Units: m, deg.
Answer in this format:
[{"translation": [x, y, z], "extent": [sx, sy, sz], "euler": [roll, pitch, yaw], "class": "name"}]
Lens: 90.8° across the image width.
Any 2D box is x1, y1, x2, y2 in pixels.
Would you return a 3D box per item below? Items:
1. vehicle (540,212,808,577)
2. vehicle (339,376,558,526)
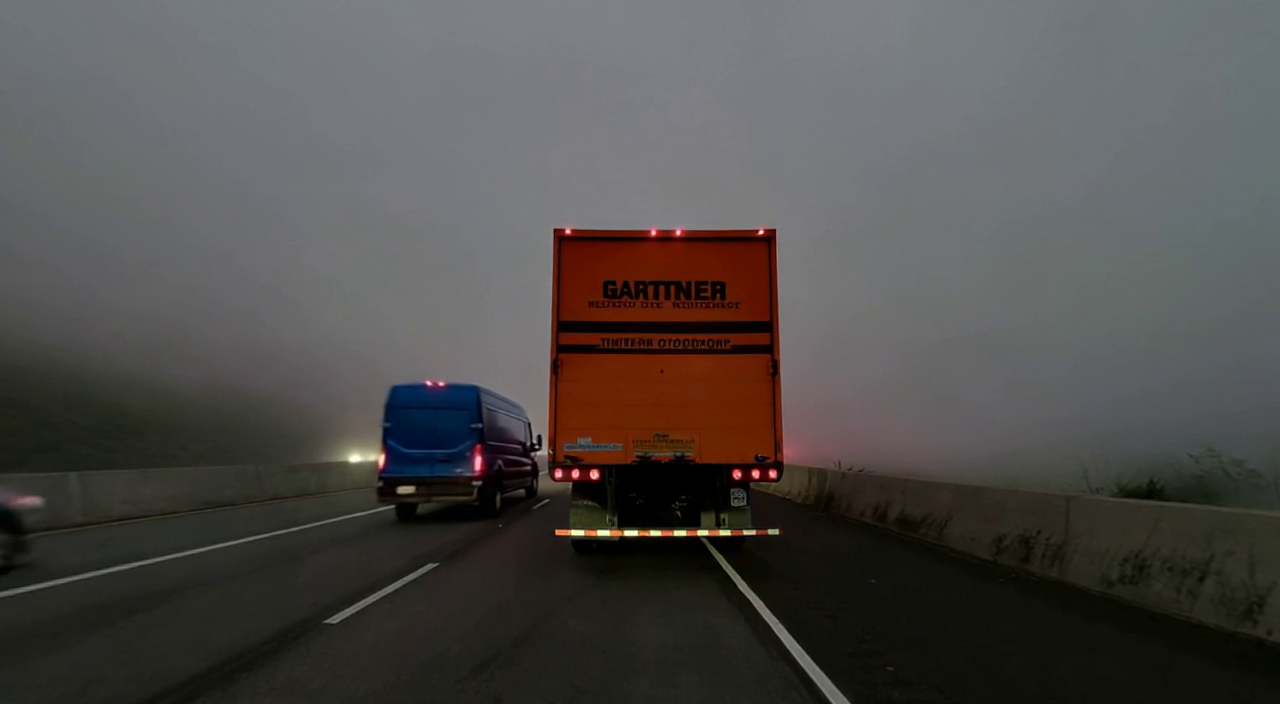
[{"translation": [0.485, 1.217, 12.238], "extent": [2.853, 4.054, 10.557], "euler": [0, -9, 1], "class": "vehicle"}, {"translation": [-4.389, 2.736, 17.606], "extent": [2.790, 2.893, 10.715], "euler": [0, -9, 0], "class": "vehicle"}]
